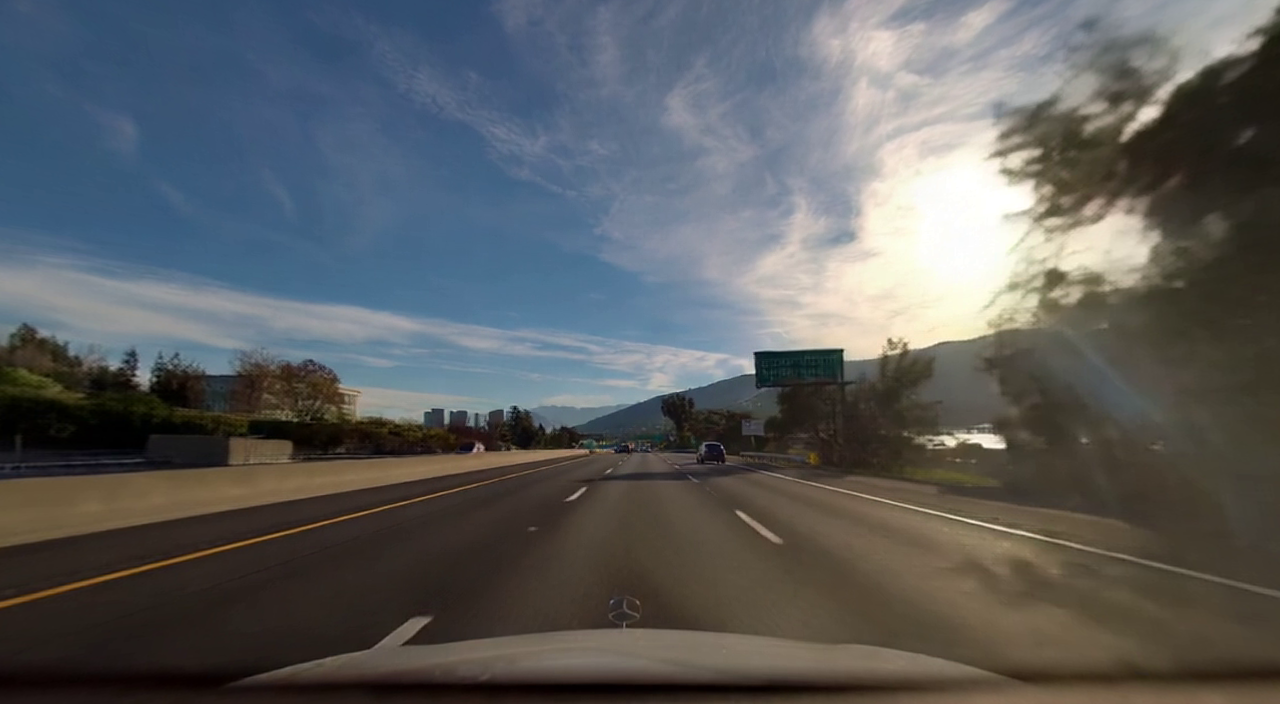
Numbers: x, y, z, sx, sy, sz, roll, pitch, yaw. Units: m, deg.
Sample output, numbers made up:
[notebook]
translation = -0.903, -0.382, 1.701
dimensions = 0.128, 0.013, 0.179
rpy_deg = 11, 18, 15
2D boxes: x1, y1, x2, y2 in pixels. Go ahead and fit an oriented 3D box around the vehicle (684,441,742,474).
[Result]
[vehicle]
translation = 3.470, 5.136, 30.937
dimensions = 2.193, 1.462, 4.533
rpy_deg = 0, -8, -1
